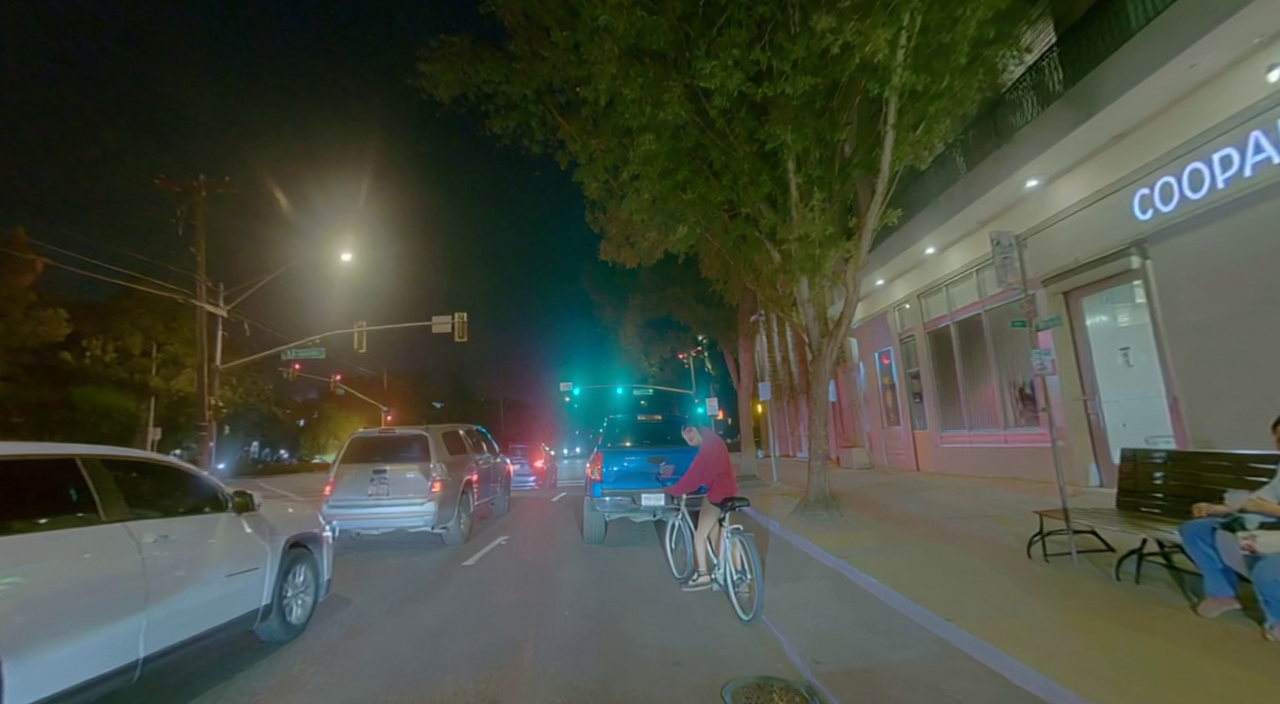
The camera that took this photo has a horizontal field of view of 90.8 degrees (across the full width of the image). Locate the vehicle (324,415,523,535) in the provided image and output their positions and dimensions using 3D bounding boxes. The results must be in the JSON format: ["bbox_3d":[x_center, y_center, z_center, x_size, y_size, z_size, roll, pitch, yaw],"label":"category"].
[{"bbox_3d":[-3.616,2.164,11.632,2.046,1.750,4.452,0,-9,0],"label":"vehicle"}]

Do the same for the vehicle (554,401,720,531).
[{"bbox_3d":[-0.099,2.051,11.844,2.426,1.882,5.027,0,-9,-1],"label":"vehicle"}]

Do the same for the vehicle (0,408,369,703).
[{"bbox_3d":[-3.562,1.154,3.685,2.064,1.486,4.140,0,-9,1],"label":"vehicle"}]
